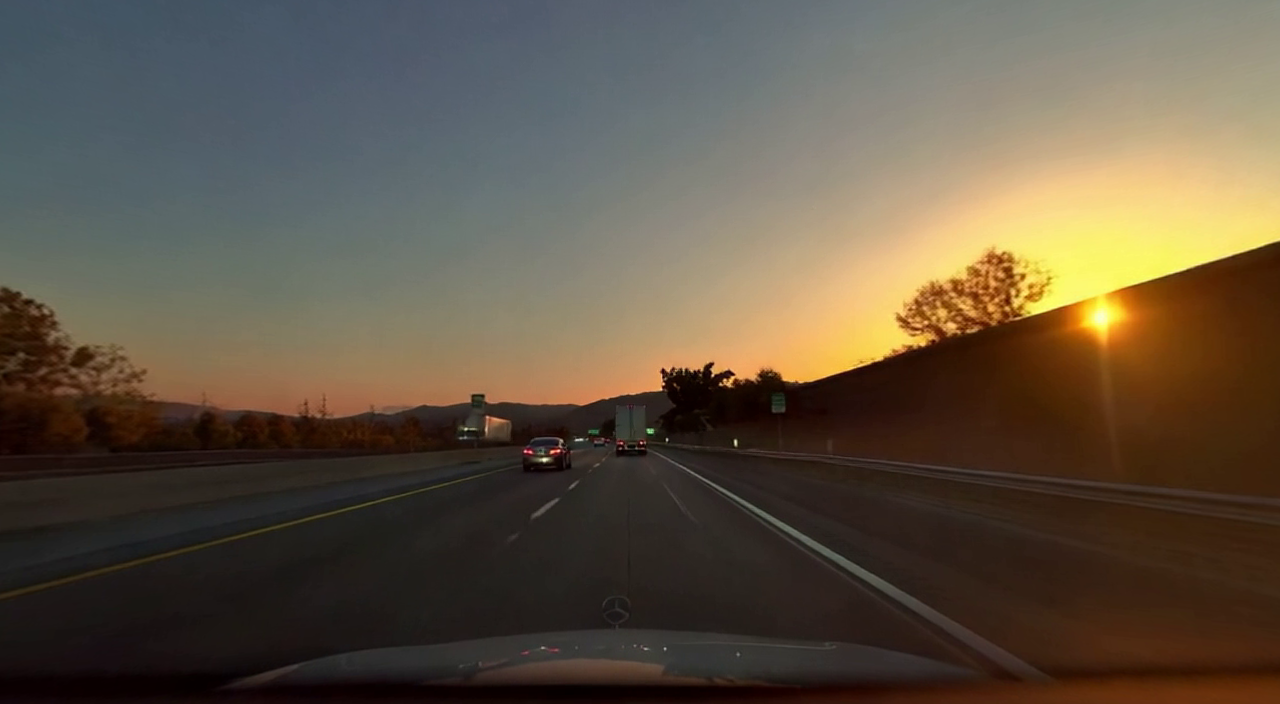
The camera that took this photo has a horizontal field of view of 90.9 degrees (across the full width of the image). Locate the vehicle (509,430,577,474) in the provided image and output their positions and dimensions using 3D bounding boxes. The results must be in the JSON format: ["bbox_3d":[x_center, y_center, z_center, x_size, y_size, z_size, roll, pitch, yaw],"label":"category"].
[{"bbox_3d":[-3.863,4.078,26.067,2.123,1.655,4.688,0,-8,-1],"label":"vehicle"}]
